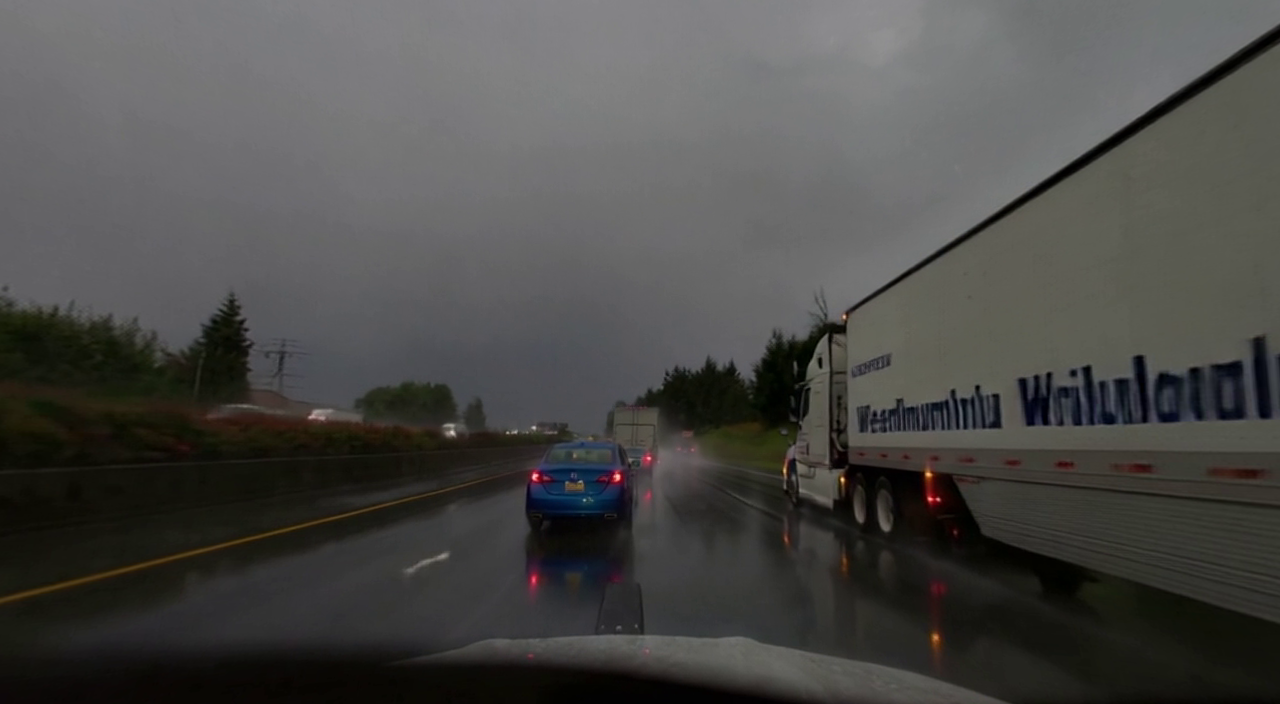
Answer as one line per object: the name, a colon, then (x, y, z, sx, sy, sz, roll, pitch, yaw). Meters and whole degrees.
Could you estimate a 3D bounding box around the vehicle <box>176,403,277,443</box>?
vehicle: (-22.277, 3.947, 34.179, 2.075, 1.926, 5.266, 0, -9, -3)

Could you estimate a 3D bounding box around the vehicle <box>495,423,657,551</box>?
vehicle: (-0.769, 1.995, 9.862, 2.038, 1.582, 3.729, -1, -9, 1)

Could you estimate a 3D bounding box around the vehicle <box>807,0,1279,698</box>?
vehicle: (4.891, 0.181, 5.691, 2.825, 4.043, 14.051, 0, -9, 0)
